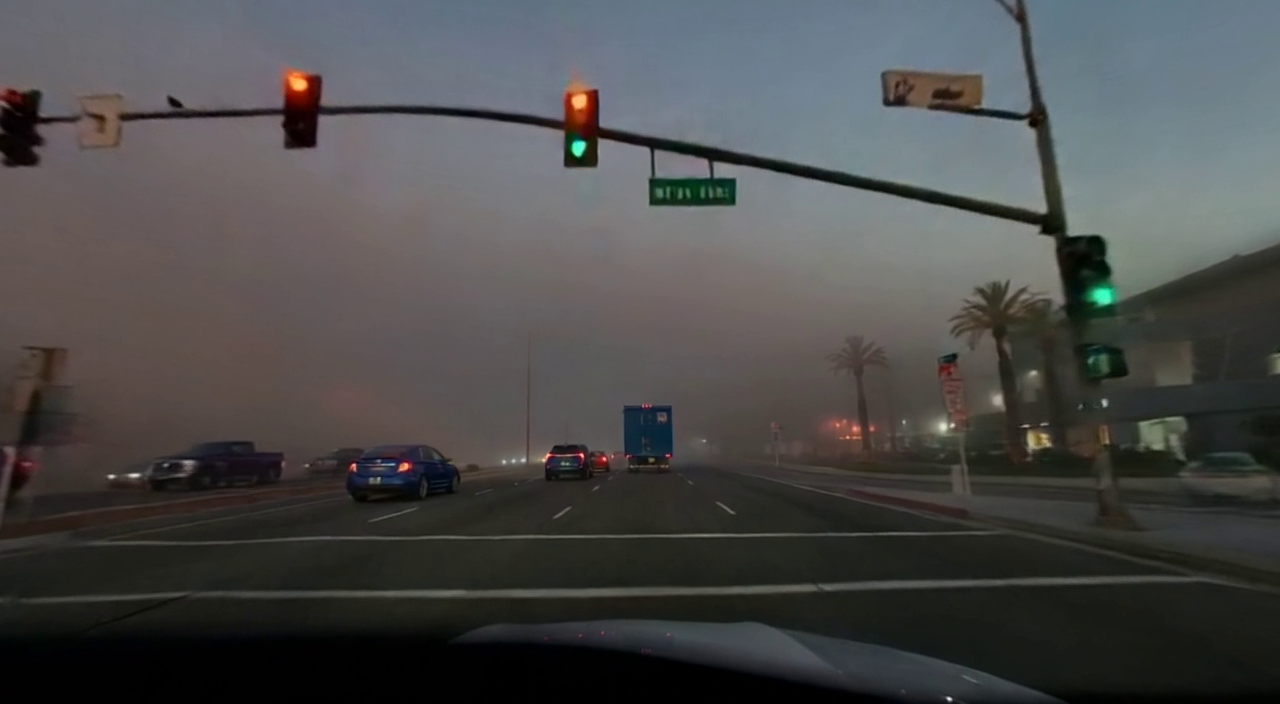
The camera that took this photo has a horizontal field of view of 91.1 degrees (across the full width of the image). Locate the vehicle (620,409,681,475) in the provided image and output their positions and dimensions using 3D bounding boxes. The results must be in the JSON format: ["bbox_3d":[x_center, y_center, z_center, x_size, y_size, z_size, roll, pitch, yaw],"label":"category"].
[{"bbox_3d":[0.557,4.891,34.042,2.993,3.235,6.692,0,-9,1],"label":"vehicle"}]

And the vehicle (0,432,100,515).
[{"bbox_3d":[-14.680,2.628,13.307,2.040,1.745,4.899,-3,-10,1],"label":"vehicle"}]

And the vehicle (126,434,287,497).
[{"bbox_3d":[-14.447,3.779,21.359,2.010,1.885,4.606,0,-9,2],"label":"vehicle"}]

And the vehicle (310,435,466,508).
[{"bbox_3d":[-6.301,3.026,16.435,2.045,1.630,4.680,0,-9,1],"label":"vehicle"}]

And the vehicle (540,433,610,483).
[{"bbox_3d":[-2.540,4.334,25.966,2.178,1.826,4.933,0,-9,2],"label":"vehicle"}]
